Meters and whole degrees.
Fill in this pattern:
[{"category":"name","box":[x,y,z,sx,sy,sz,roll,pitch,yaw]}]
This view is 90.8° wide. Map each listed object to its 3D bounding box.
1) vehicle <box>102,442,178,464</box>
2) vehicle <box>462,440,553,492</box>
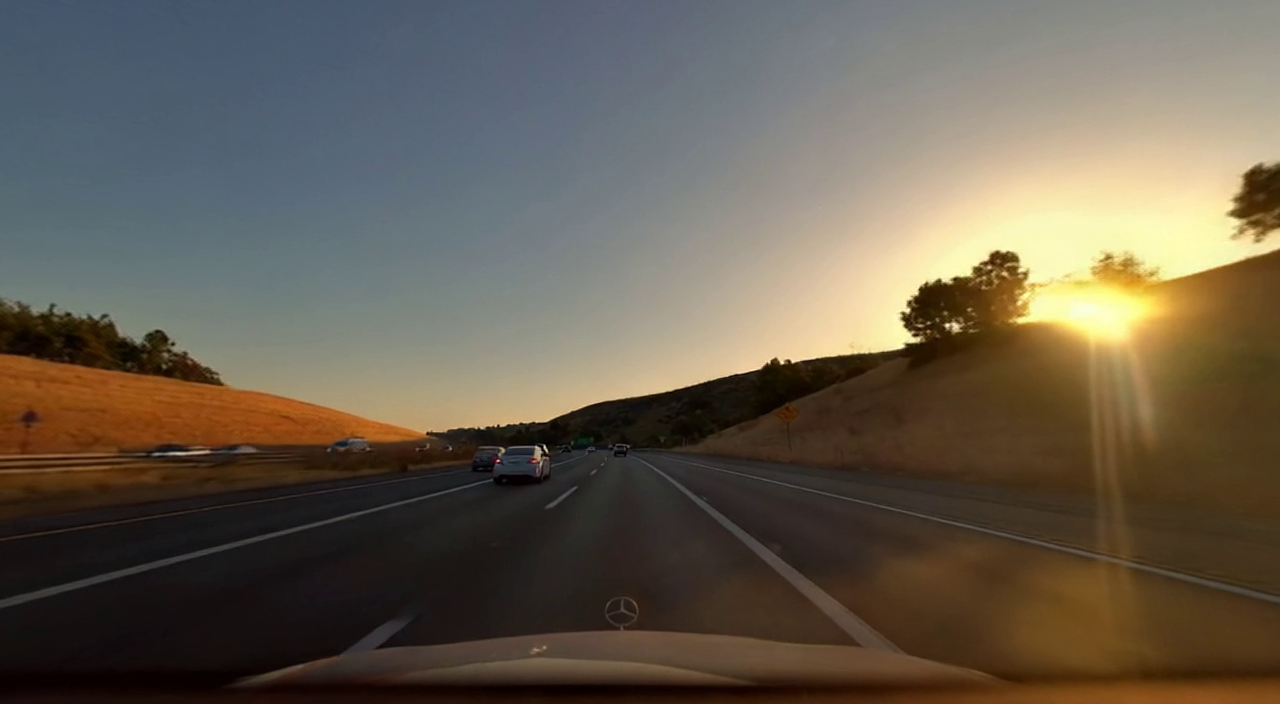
[{"category":"vehicle","box":[-36.732,7.420,46.546,1.880,1.484,4.668,0,-9,-2]},{"category":"vehicle","box":[-4.264,3.741,21.127,2.073,1.516,4.478,0,-9,0]}]
